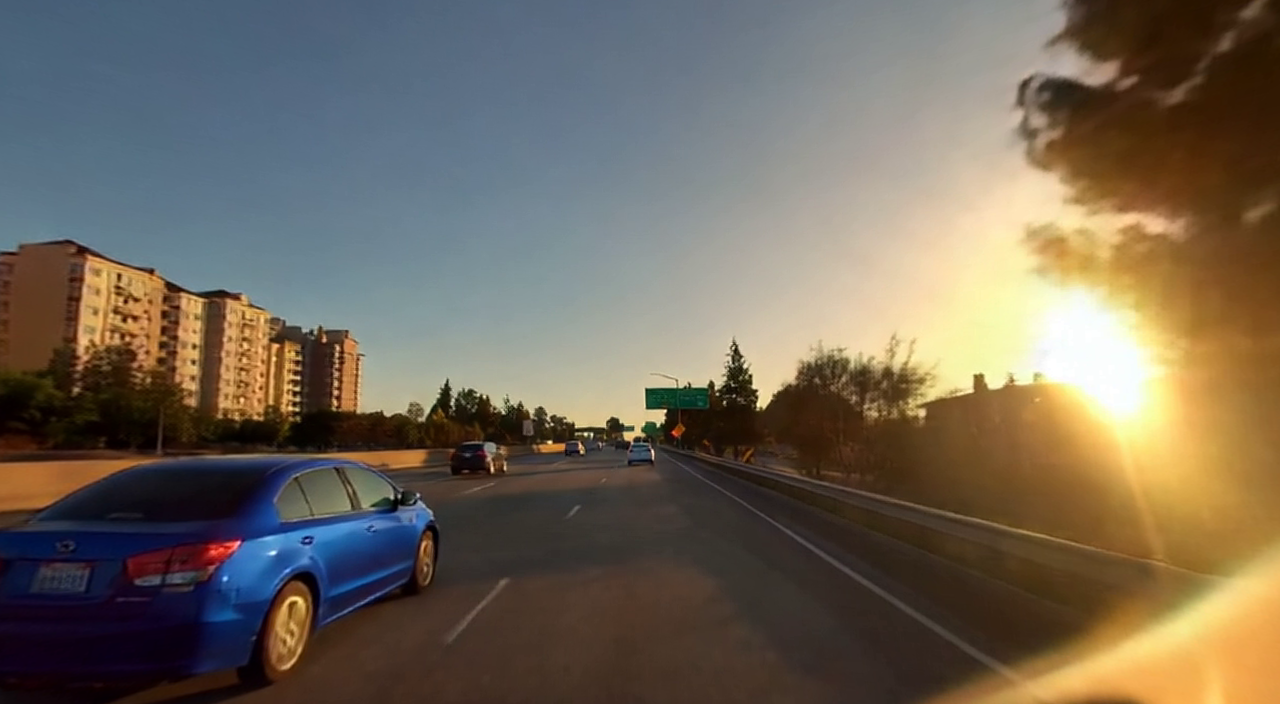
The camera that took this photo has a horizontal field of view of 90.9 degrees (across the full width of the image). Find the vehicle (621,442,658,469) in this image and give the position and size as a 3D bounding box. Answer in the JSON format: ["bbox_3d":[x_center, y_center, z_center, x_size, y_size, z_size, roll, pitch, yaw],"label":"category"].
[{"bbox_3d":[-0.054,5.940,36.320,2.051,1.443,3.770,0,-8,-1],"label":"vehicle"}]

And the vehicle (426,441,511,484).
[{"bbox_3d":[-6.522,4.225,24.561,2.075,1.528,4.327,0,-8,0],"label":"vehicle"}]
